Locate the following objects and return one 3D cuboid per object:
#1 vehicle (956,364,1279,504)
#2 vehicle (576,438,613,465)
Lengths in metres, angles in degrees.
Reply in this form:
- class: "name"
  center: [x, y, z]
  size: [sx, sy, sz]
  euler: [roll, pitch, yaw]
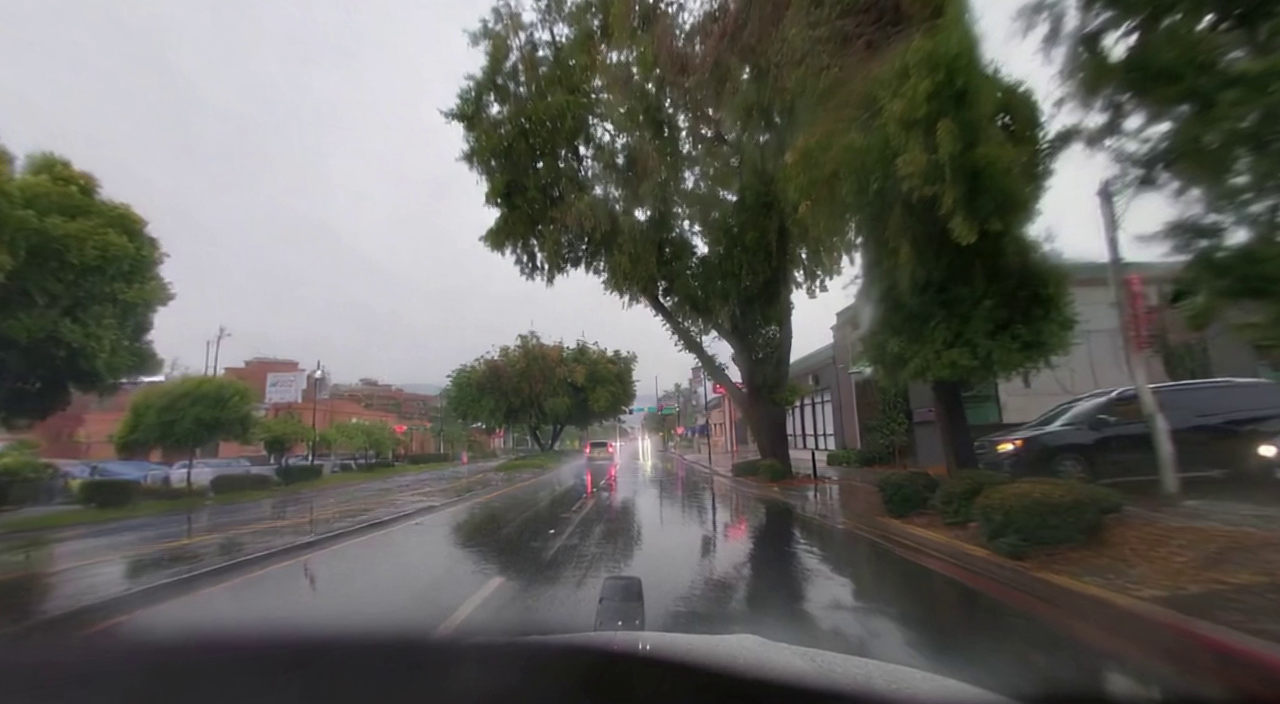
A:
- class: "vehicle"
  center: [8.009, 1.240, 9.488]
  size: [5.276, 1.850, 2.173]
  euler: [0, -8, 1]
- class: "vehicle"
  center: [-3.059, 6.812, 43.132]
  size: [2.235, 1.719, 4.292]
  euler: [-1, -8, 1]
